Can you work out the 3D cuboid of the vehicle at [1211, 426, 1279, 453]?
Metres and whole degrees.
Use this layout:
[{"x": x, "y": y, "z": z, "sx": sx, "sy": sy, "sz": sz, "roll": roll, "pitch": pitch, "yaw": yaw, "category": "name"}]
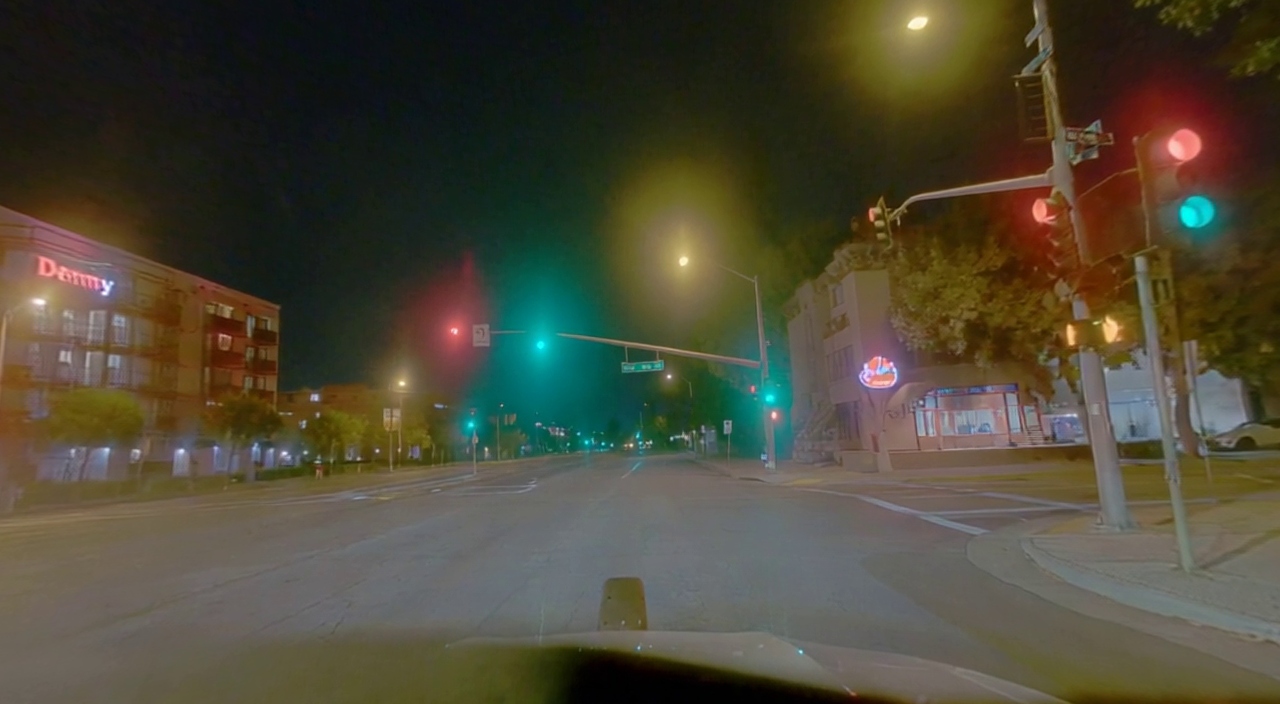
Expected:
[{"x": 35.303, "y": 4.892, "z": 35.271, "sx": 4.493, "sy": 1.453, "sz": 1.849, "roll": -2, "pitch": -9, "yaw": 2, "category": "vehicle"}]
